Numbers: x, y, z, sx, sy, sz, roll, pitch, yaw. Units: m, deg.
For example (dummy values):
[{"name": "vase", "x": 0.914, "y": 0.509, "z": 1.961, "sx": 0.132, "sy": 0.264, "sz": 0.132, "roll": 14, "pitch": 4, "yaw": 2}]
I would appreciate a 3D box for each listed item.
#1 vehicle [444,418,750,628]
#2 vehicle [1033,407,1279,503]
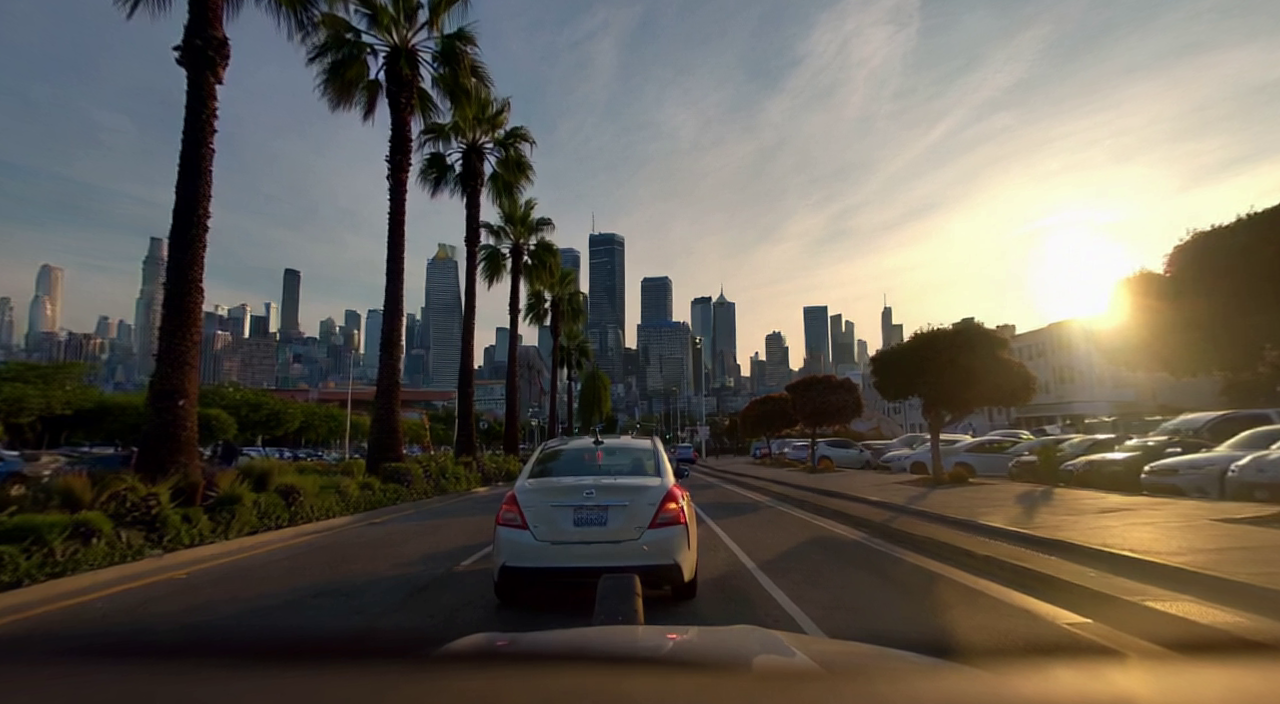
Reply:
[{"name": "vehicle", "x": -0.300, "y": 1.546, "z": 6.632, "sx": 2.235, "sy": 1.528, "sz": 3.876, "roll": 0, "pitch": -8, "yaw": 1}, {"name": "vehicle", "x": 12.907, "y": 2.405, "z": 14.986, "sx": 5.301, "sy": 1.962, "sz": 2.431, "roll": -3, "pitch": -8, "yaw": 4}]
